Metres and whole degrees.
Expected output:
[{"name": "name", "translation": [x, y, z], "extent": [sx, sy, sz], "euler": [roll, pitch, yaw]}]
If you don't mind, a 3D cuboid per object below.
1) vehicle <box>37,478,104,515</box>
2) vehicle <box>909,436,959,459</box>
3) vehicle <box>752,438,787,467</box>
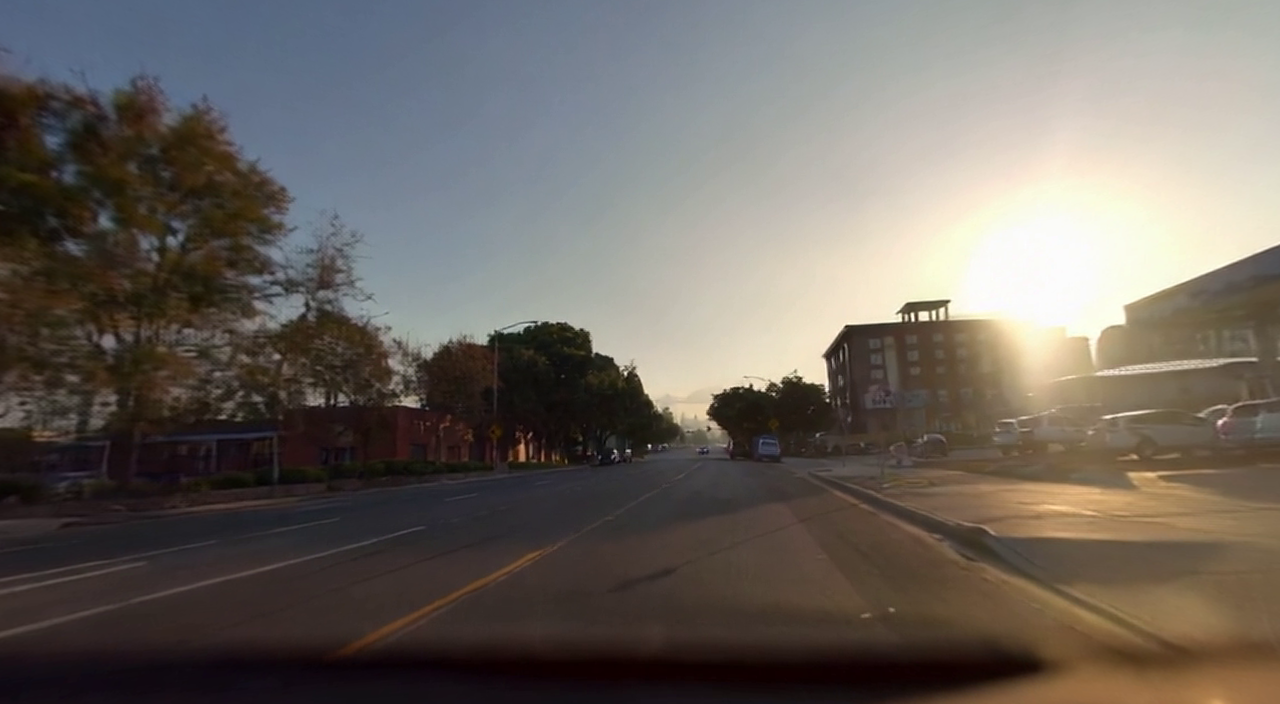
[{"name": "vehicle", "translation": [-27.400, 6.878, 30.355], "extent": [4.672, 1.460, 1.837], "euler": [-9, -12, 42]}, {"name": "vehicle", "translation": [19.418, 6.356, 41.884], "extent": [1.919, 1.411, 4.440], "euler": [-2, -9, 10]}, {"name": "vehicle", "translation": [9.016, 7.025, 44.367], "extent": [2.194, 1.896, 5.049], "euler": [-2, -9, 10]}]
